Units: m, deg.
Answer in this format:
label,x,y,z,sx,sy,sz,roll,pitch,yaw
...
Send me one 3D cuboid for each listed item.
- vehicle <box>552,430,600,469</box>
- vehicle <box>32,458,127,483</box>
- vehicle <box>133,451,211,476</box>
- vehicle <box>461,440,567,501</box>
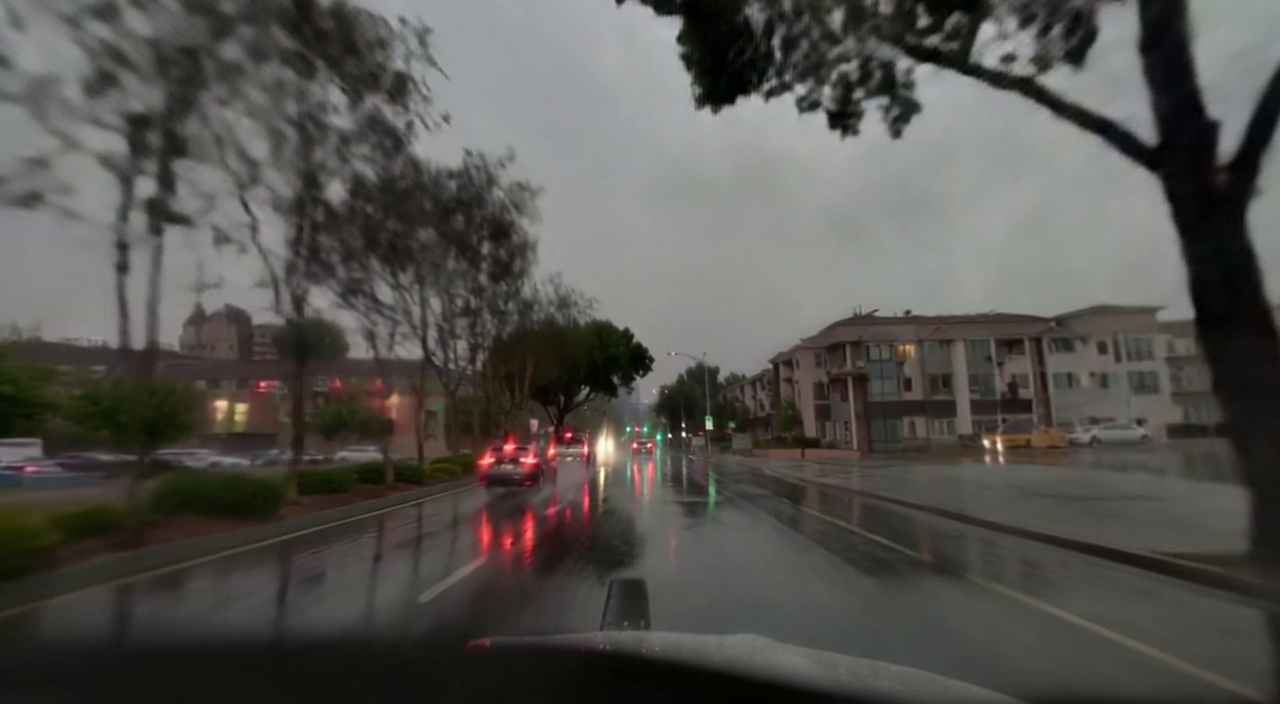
label,x,y,z,sx,sy,sz,roll,pitch,yaw
vehicle,-3.461,5.384,35.012,2.152,1.987,4.527,0,-8,1
vehicle,-36.893,7.764,41.515,4.456,1.533,1.879,0,-9,1
vehicle,-36.942,8.761,49.838,4.402,1.868,2.071,0,-9,-3
vehicle,-3.207,3.119,17.000,1.959,1.406,4.272,0,-8,0
